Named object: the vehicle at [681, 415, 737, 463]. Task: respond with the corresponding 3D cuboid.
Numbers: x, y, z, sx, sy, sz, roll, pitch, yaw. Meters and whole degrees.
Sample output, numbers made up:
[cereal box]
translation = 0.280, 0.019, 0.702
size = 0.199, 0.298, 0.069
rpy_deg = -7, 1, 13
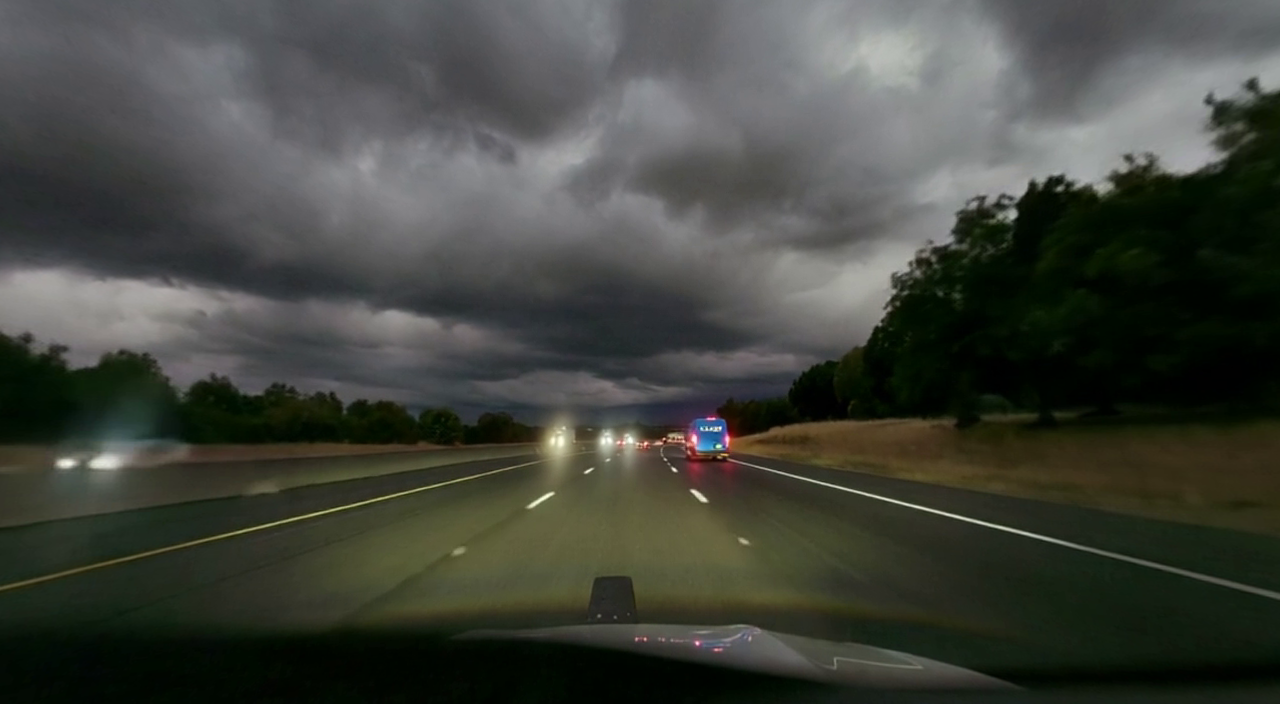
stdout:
[vehicle]
translation = 3.899, 5.096, 36.794
size = 2.485, 2.562, 5.535
rpy_deg = 0, -8, -1
